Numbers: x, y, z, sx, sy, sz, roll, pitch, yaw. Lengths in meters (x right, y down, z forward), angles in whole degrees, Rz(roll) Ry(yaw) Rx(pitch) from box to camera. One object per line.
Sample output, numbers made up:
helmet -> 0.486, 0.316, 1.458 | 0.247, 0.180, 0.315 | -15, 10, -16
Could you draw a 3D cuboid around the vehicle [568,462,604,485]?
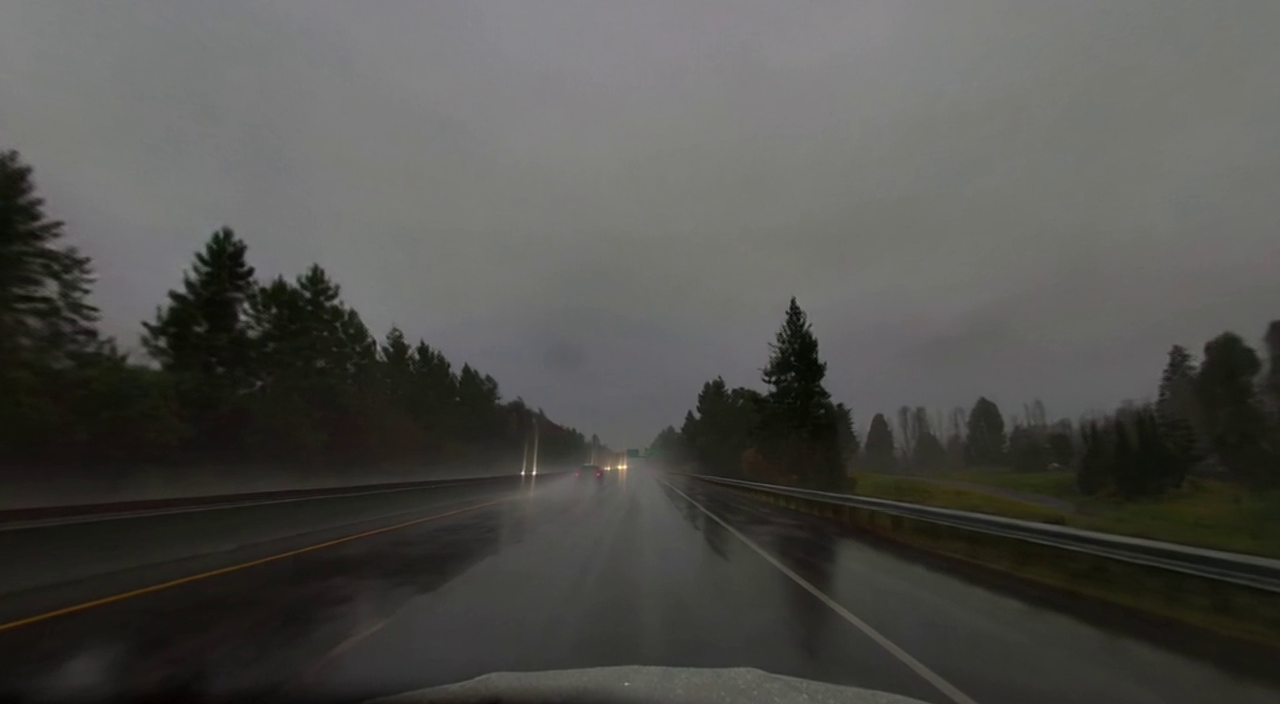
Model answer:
vehicle -> -3.883, 8.906, 46.292 | 2.180, 1.618, 4.219 | 1, -10, 1
